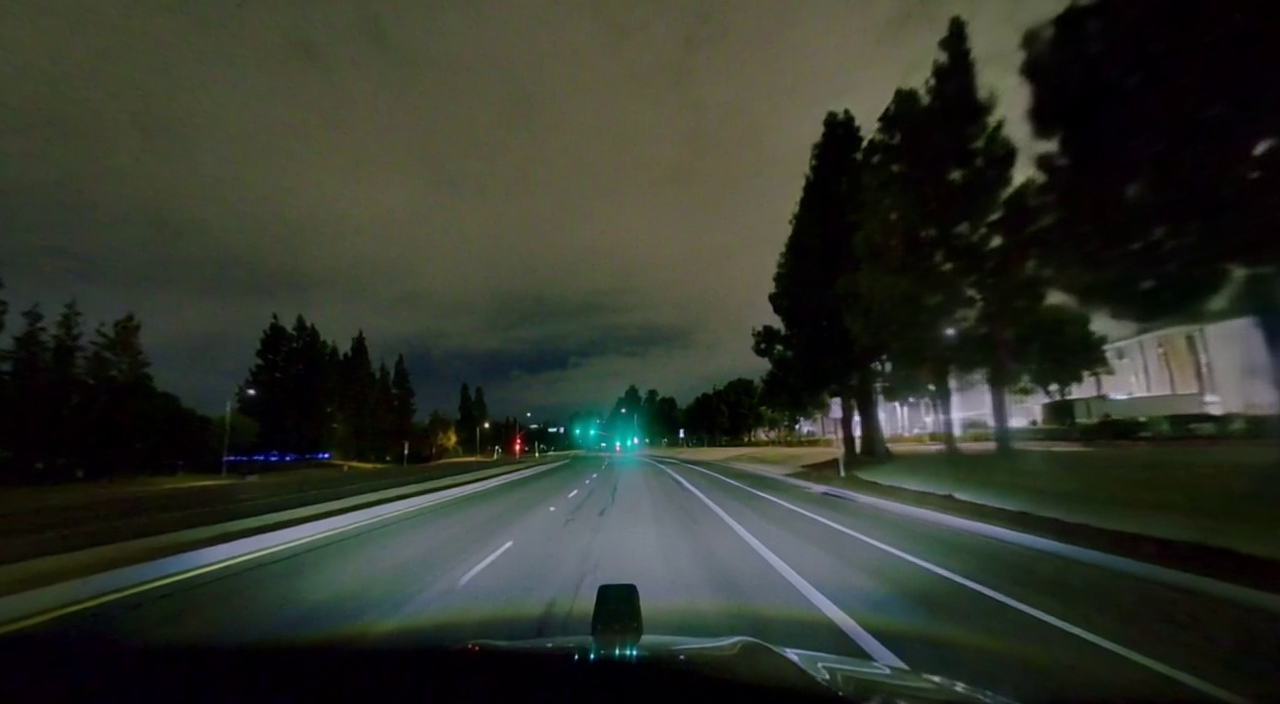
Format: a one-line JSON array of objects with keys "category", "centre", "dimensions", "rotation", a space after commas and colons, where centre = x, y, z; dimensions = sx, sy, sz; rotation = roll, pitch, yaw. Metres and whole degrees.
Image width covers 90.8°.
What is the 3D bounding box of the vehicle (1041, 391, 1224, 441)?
[{"category": "vehicle", "centre": [29.319, 3.893, 37.850], "dimensions": [8.483, 2.834, 2.843], "rotation": [0, -8, -1]}]
